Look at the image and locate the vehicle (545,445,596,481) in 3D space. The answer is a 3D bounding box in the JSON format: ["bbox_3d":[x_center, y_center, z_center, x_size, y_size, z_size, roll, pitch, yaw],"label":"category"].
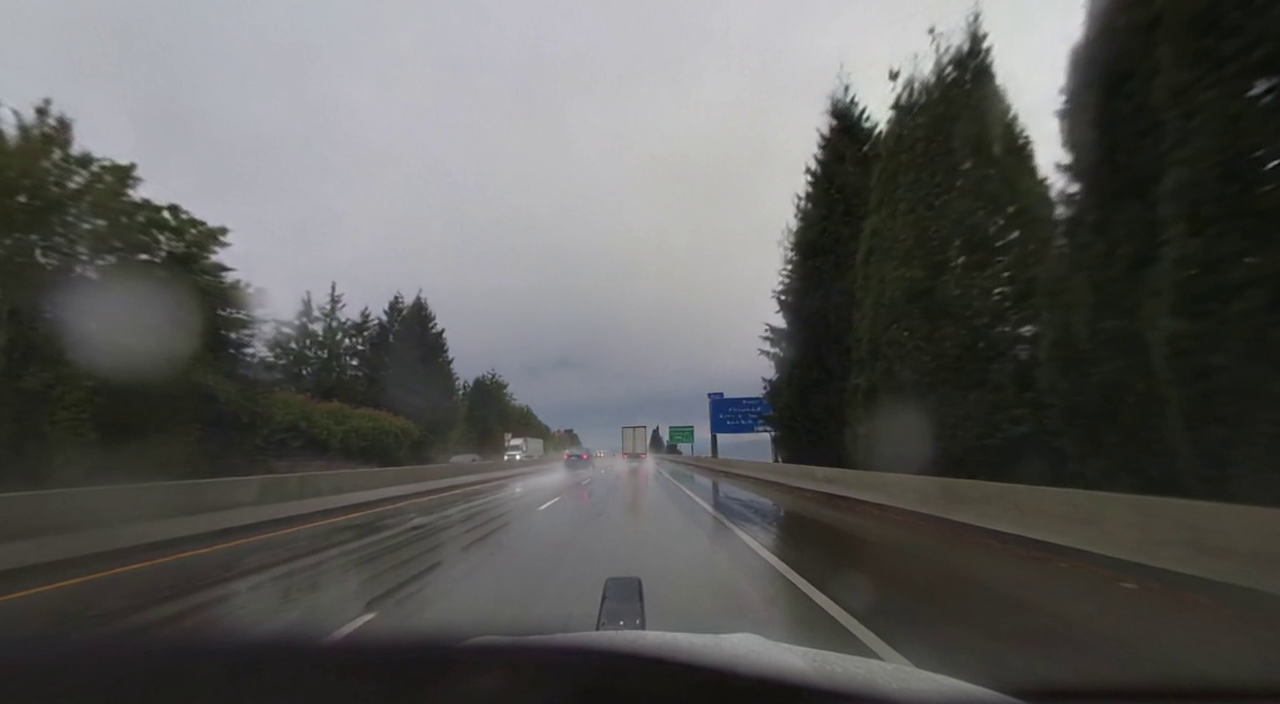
[{"bbox_3d":[-3.465,5.642,32.381,2.081,1.682,4.425,0,-9,0],"label":"vehicle"}]

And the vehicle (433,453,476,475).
[{"bbox_3d":[-13.141,7.942,44.921,1.796,1.445,3.995,0,-9,1],"label":"vehicle"}]
